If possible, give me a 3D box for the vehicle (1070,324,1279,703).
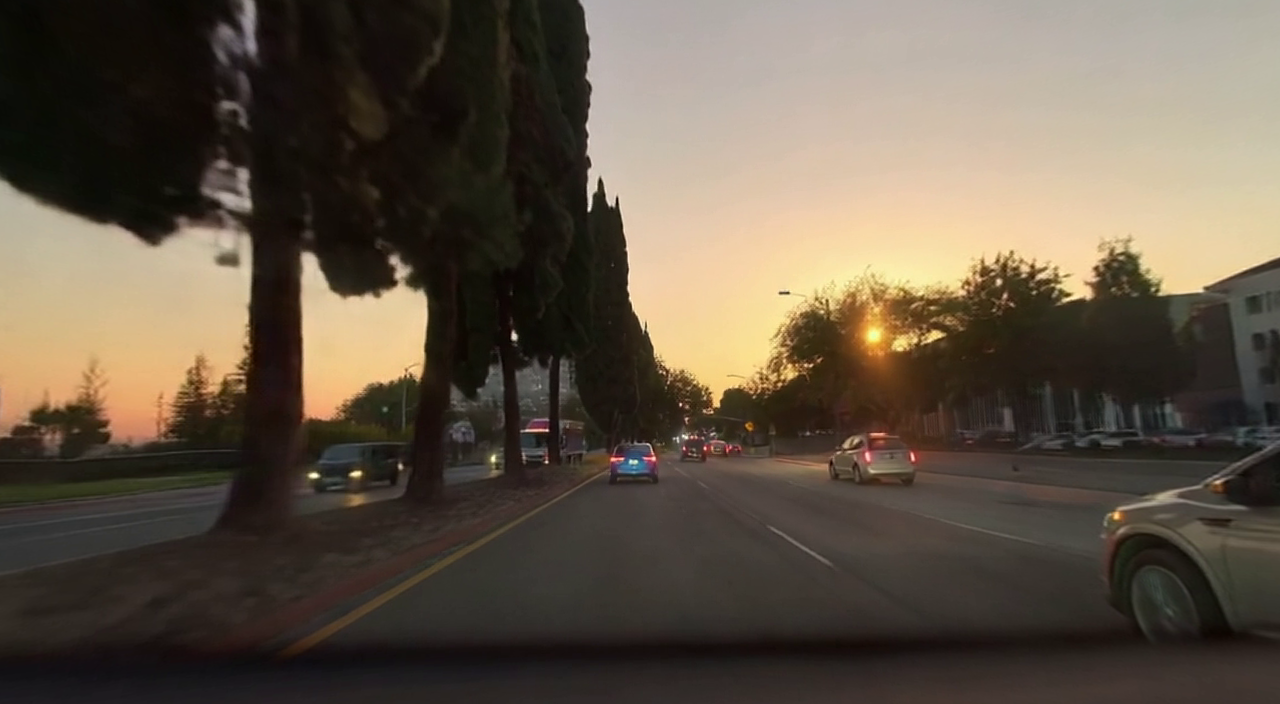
[{"bbox_3d":[3.552,0.604,1.321,2.090,1.763,4.560,0,-9,1],"label":"vehicle"}]

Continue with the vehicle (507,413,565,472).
[{"bbox_3d":[-7.915,7.020,48.873,3.021,4.215,7.024,0,-8,2],"label":"vehicle"}]

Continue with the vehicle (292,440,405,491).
[{"bbox_3d":[-11.673,4.548,25.597,2.172,1.865,4.728,0,-9,2],"label":"vehicle"}]

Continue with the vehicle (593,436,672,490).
[{"bbox_3d":[-0.213,3.565,20.448,2.315,1.563,4.080,0,-9,0],"label":"vehicle"}]

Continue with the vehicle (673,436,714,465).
[{"bbox_3d":[4.117,7.716,49.166,2.716,2.131,5.766,0,-9,0],"label":"vehicle"}]

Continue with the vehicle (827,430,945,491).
[{"bbox_3d":[7.887,3.517,20.688,2.090,1.768,4.407,0,-9,0],"label":"vehicle"}]
